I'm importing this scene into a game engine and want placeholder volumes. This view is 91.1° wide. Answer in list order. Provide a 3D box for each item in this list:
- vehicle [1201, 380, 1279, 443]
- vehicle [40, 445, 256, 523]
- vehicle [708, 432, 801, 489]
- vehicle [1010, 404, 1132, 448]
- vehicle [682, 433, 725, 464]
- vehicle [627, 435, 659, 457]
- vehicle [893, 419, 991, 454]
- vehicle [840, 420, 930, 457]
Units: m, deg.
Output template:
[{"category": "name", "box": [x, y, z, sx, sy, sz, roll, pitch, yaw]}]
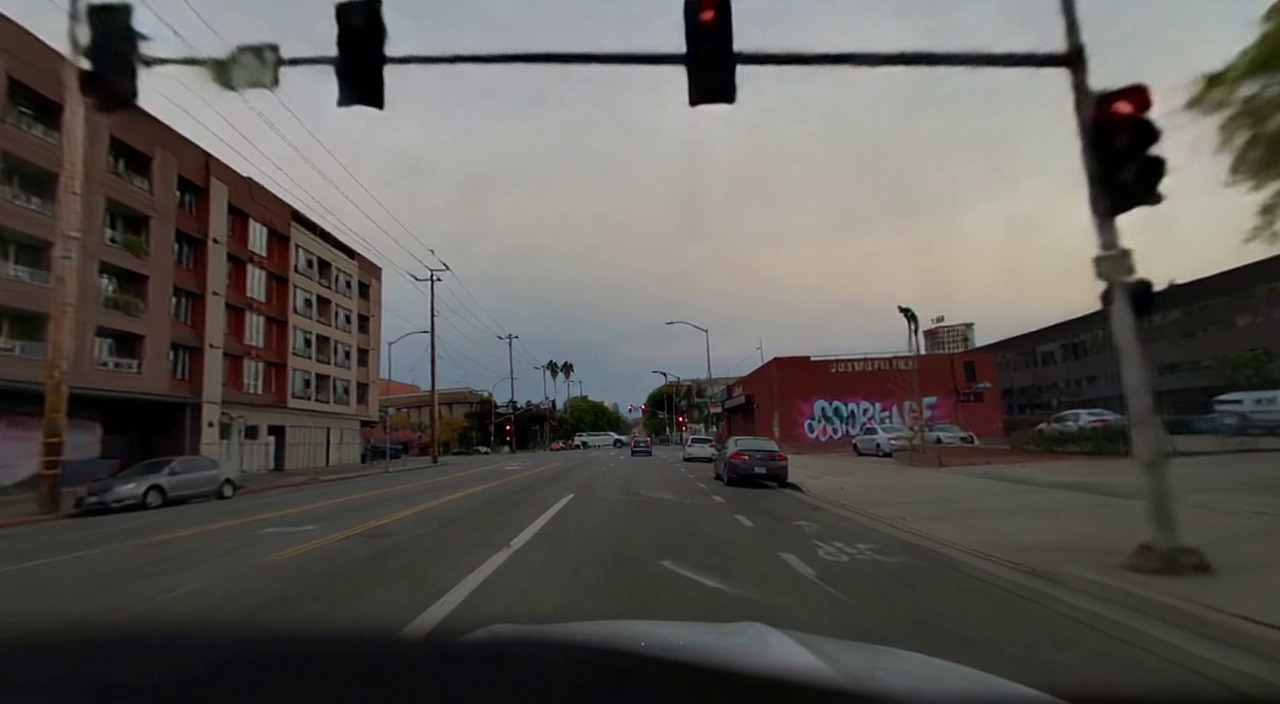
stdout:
[{"category": "vehicle", "box": [22.974, 2.273, 23.060, 2.086, 2.078, 5.513, -4, -9, 27]}, {"category": "vehicle", "box": [-15.230, 4.028, 20.055, 2.048, 1.814, 5.998, -7, -8, 1]}, {"category": "vehicle", "box": [3.333, 3.243, 19.154, 2.062, 1.535, 4.206, 0, -8, 0]}, {"category": "vehicle", "box": [18.282, 3.210, 26.944, 2.002, 1.731, 4.413, 0, -8, -1]}, {"category": "vehicle", "box": [3.632, 5.609, 36.652, 1.938, 1.714, 4.402, 0, -8, -1]}, {"category": "vehicle", "box": [0.217, 6.651, 44.623, 2.153, 1.505, 4.452, 0, -8, 0]}, {"category": "vehicle", "box": [13.359, 3.790, 28.163, 1.819, 1.450, 4.707, 0, -8, -3]}, {"category": "vehicle", "box": [10.974, 3.947, 28.567, 1.956, 1.514, 4.862, 0, -8, -2]}]
